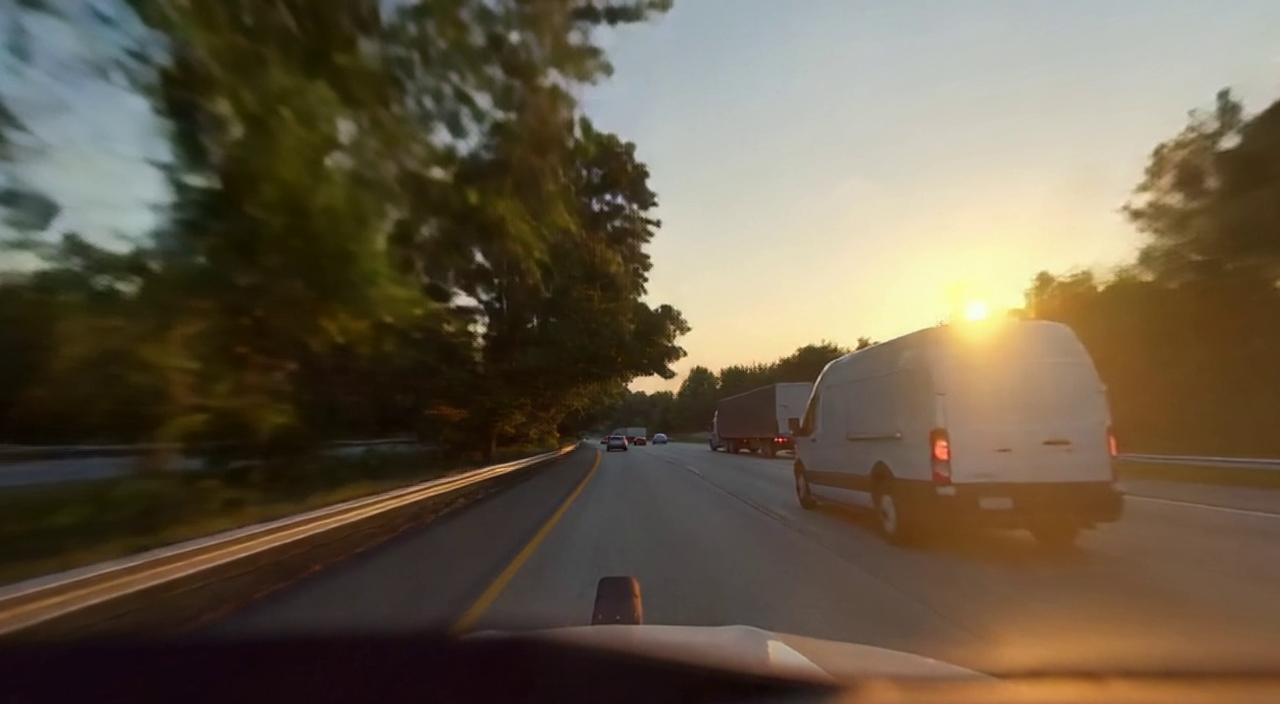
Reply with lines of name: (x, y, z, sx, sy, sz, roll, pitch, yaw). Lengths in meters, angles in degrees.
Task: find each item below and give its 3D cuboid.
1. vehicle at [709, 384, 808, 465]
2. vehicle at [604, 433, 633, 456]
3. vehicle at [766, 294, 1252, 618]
vehicle: (6.833, 4.630, 39.322, 2.888, 4.093, 14.227, 0, -8, -2)
vehicle: (-1.639, 7.038, 48.179, 2.088, 1.671, 4.068, 0, -8, -2)
vehicle: (3.427, 1.143, 7.696, 2.436, 2.521, 5.409, 0, -8, -2)
